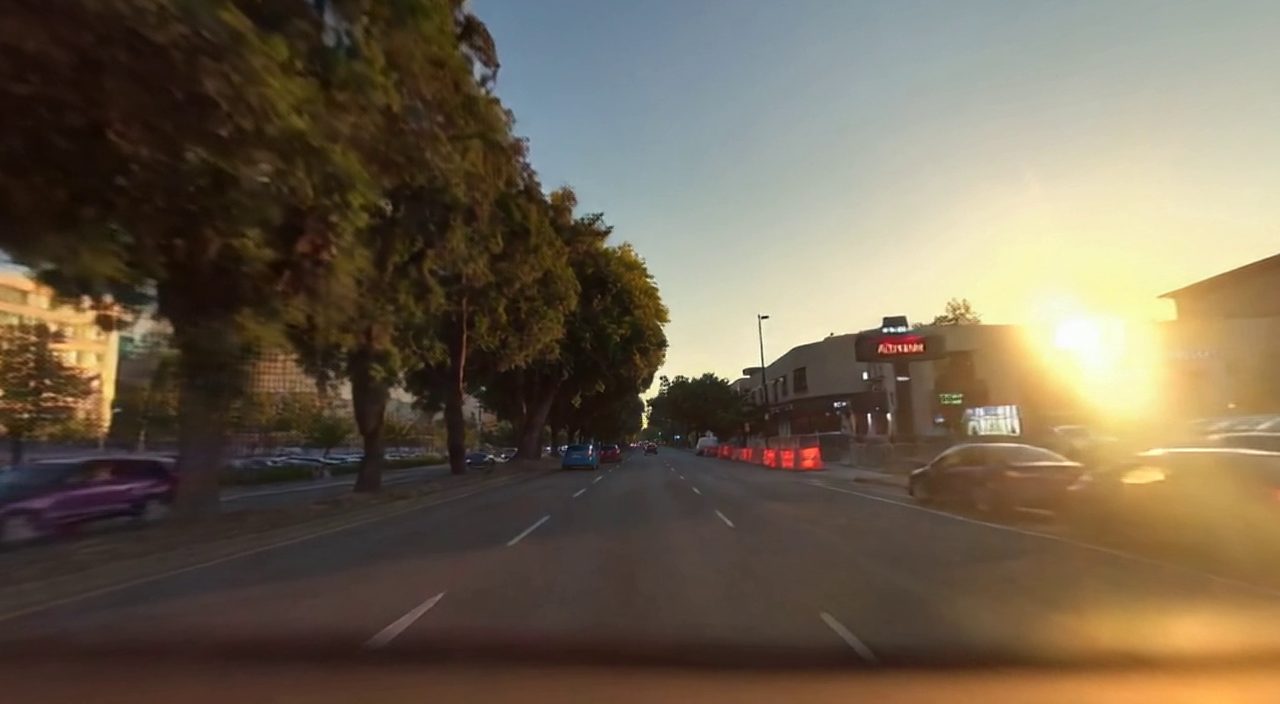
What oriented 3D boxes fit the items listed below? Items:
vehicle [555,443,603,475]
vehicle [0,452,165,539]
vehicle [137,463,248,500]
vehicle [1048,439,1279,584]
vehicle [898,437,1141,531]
[{"bbox_3d":[-2.860,5.139,30.514,1.926,1.442,4.231,0,-8,0],"label":"vehicle"},{"bbox_3d":[-12.303,2.848,13.052,1.797,1.510,3.919,0,-8,1],"label":"vehicle"},{"bbox_3d":[-22.075,6.397,31.368,1.955,1.447,4.911,-2,-8,0],"label":"vehicle"},{"bbox_3d":[7.227,1.762,7.559,1.799,1.399,4.317,-1,-8,1],"label":"vehicle"},{"bbox_3d":[7.033,2.462,12.428,1.953,1.479,4.524,0,-8,0],"label":"vehicle"}]
